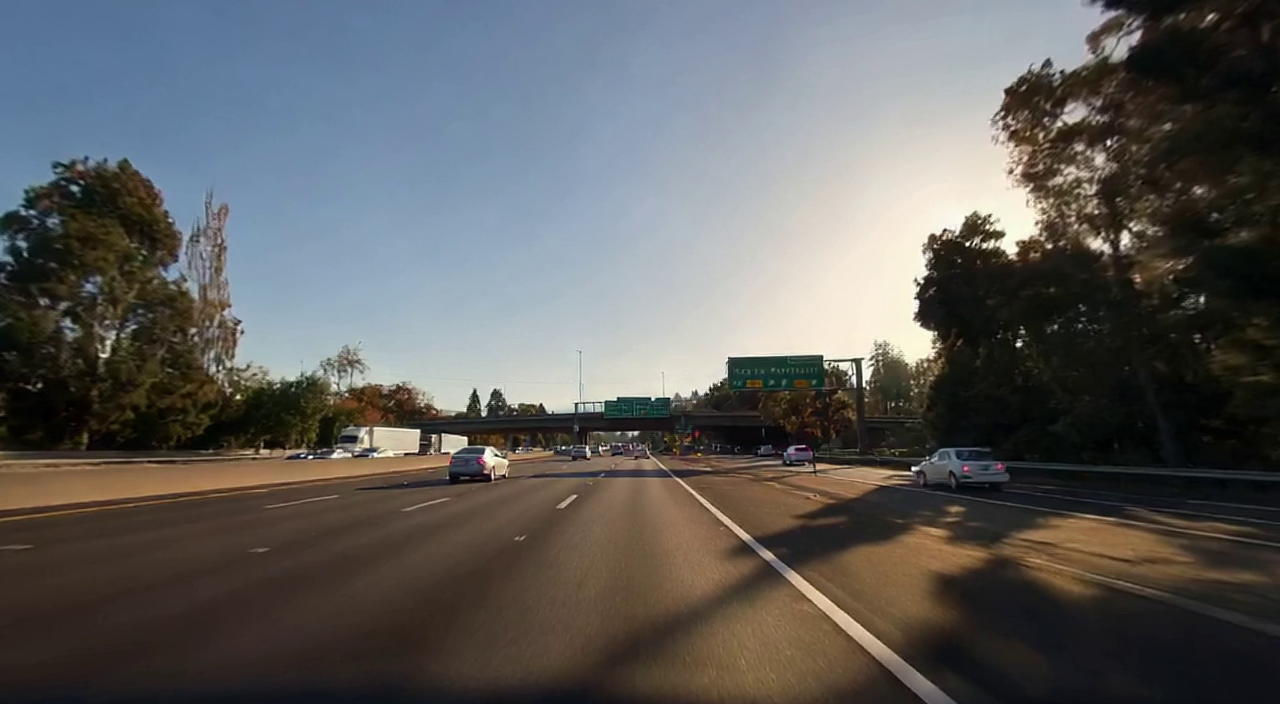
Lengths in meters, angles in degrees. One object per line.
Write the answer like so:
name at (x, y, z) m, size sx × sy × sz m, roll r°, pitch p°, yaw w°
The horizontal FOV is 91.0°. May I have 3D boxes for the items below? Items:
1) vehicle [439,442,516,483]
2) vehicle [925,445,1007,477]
vehicle at (-6.505, 4.455, 25.688) m, size 1.985 × 1.513 × 4.172 m, roll 0°, pitch -9°, yaw 1°
vehicle at (17.692, 5.918, 34.468) m, size 2.012 × 1.601 × 4.565 m, roll 0°, pitch -9°, yaw 0°
